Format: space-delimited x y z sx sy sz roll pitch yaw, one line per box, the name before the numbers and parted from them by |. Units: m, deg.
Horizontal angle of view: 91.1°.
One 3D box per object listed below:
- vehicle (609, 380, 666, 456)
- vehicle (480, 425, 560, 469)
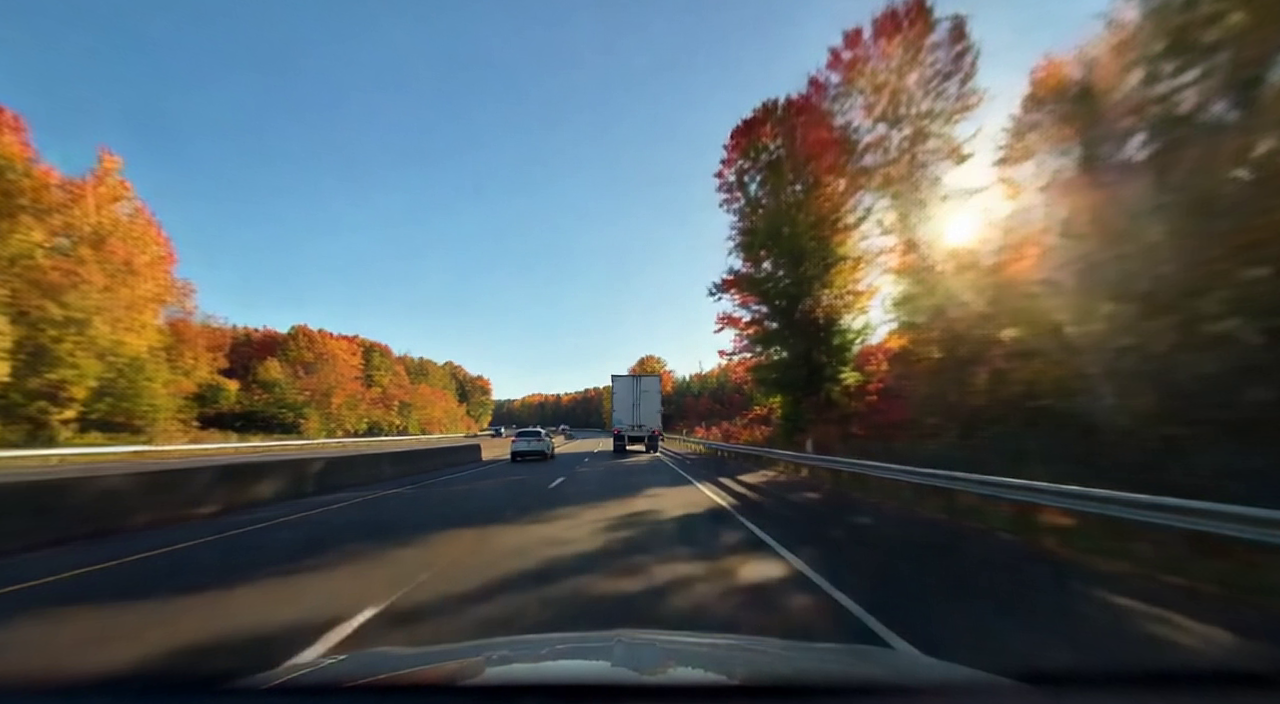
vehicle | -0.335 4.224 38.955 3.013 4.016 11.496 0 -8 -2
vehicle | -4.440 3.598 23.991 2.217 1.495 4.245 0 -8 0
